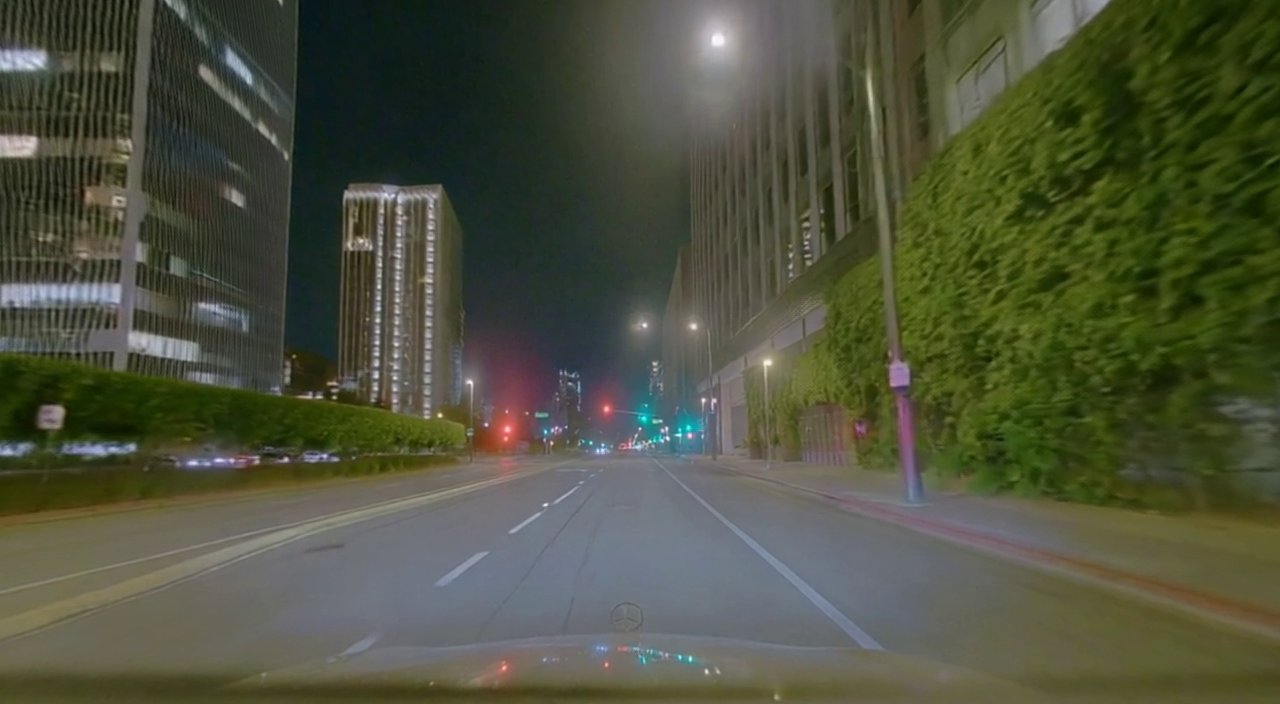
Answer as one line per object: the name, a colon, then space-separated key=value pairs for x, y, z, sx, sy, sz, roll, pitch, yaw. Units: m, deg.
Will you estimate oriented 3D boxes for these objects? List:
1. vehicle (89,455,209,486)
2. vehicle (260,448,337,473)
vehicle: x=-25.031 y=6.025 z=32.293 sx=4.417 sy=1.460 sz=2.076 roll=0 pitch=-8 yaw=2
vehicle: x=-24.609 y=7.819 z=45.708 sx=4.377 sy=1.668 sz=1.977 roll=1 pitch=-9 yaw=-6
